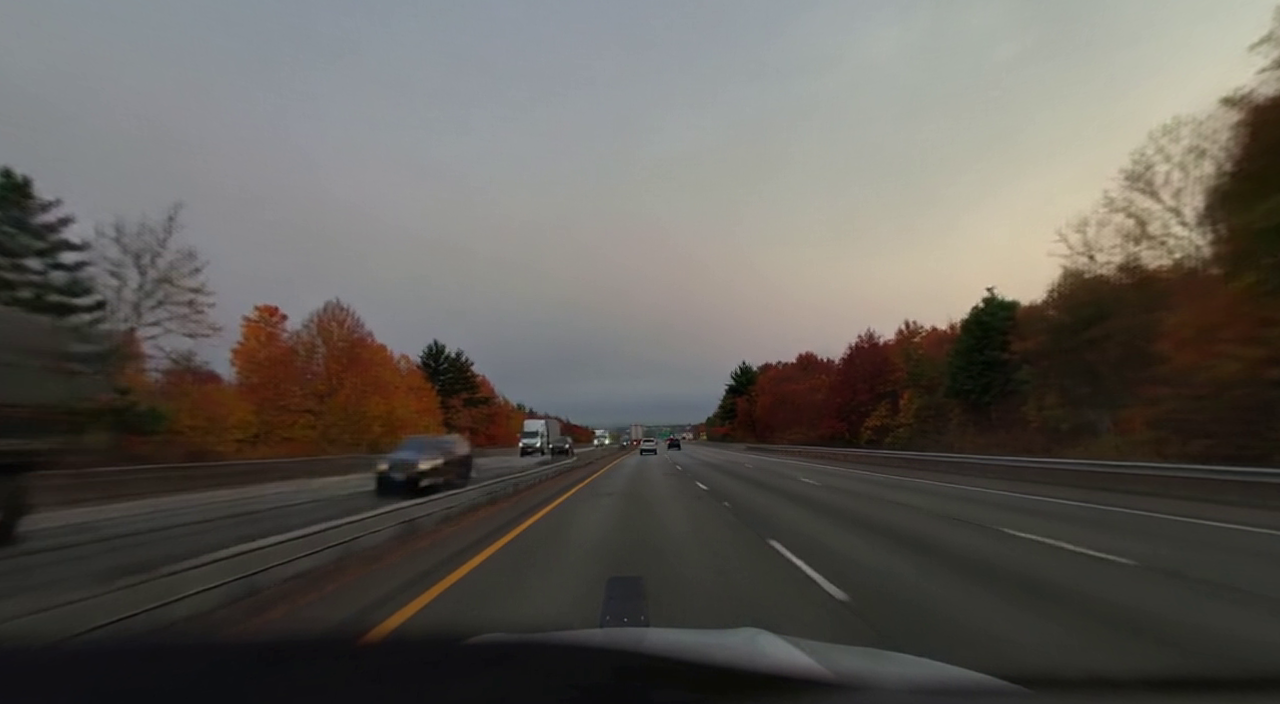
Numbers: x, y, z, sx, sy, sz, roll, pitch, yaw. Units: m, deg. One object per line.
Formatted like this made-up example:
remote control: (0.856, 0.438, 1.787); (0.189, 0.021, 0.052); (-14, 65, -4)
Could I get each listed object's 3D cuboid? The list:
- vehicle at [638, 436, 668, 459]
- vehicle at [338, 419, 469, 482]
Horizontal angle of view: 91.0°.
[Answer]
vehicle: (0.864, 6.548, 43.064); (1.924, 1.498, 3.817); (0, -8, 0)
vehicle: (-7.471, 3.194, 20.648); (2.213, 1.767, 5.284); (0, -8, 0)
